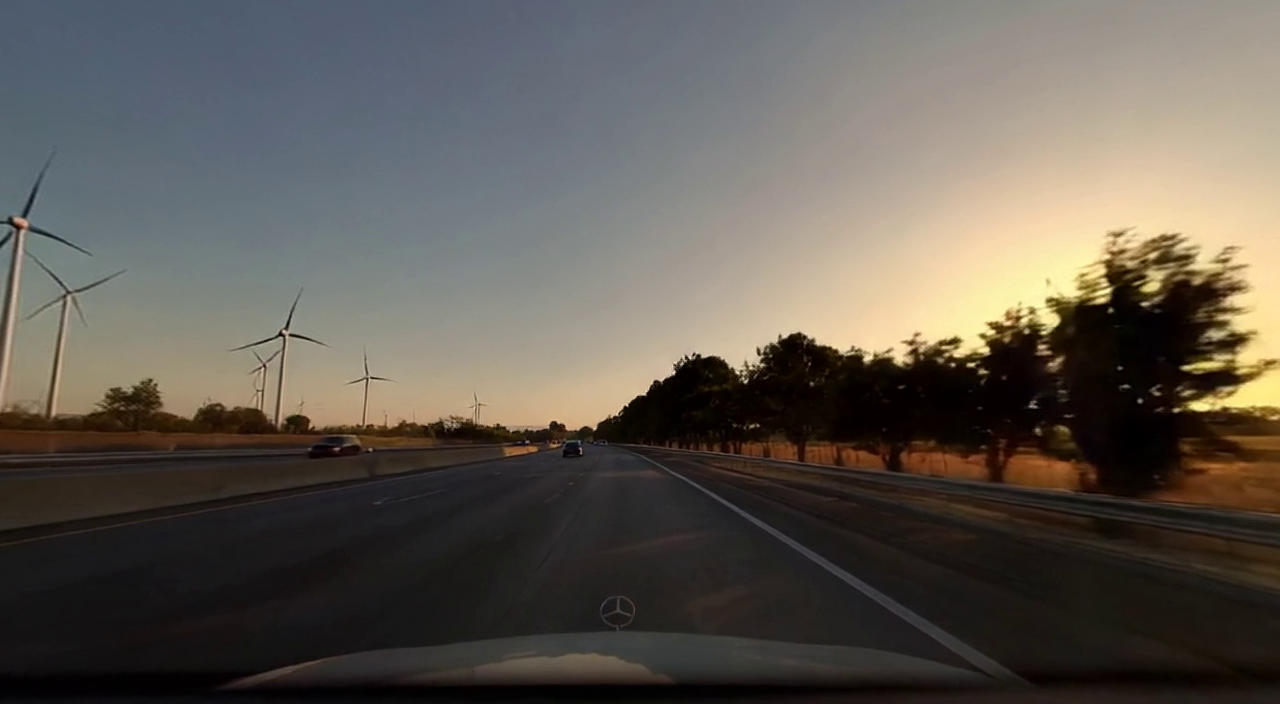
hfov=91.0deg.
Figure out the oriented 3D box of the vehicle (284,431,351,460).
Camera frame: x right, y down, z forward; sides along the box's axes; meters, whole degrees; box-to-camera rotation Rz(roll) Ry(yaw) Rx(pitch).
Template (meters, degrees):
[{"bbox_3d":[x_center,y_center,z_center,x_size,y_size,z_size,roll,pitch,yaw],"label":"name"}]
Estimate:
[{"bbox_3d":[-20.702,5.994,40.647,2.018,1.727,4.712,0,-8,-3],"label":"vehicle"}]
